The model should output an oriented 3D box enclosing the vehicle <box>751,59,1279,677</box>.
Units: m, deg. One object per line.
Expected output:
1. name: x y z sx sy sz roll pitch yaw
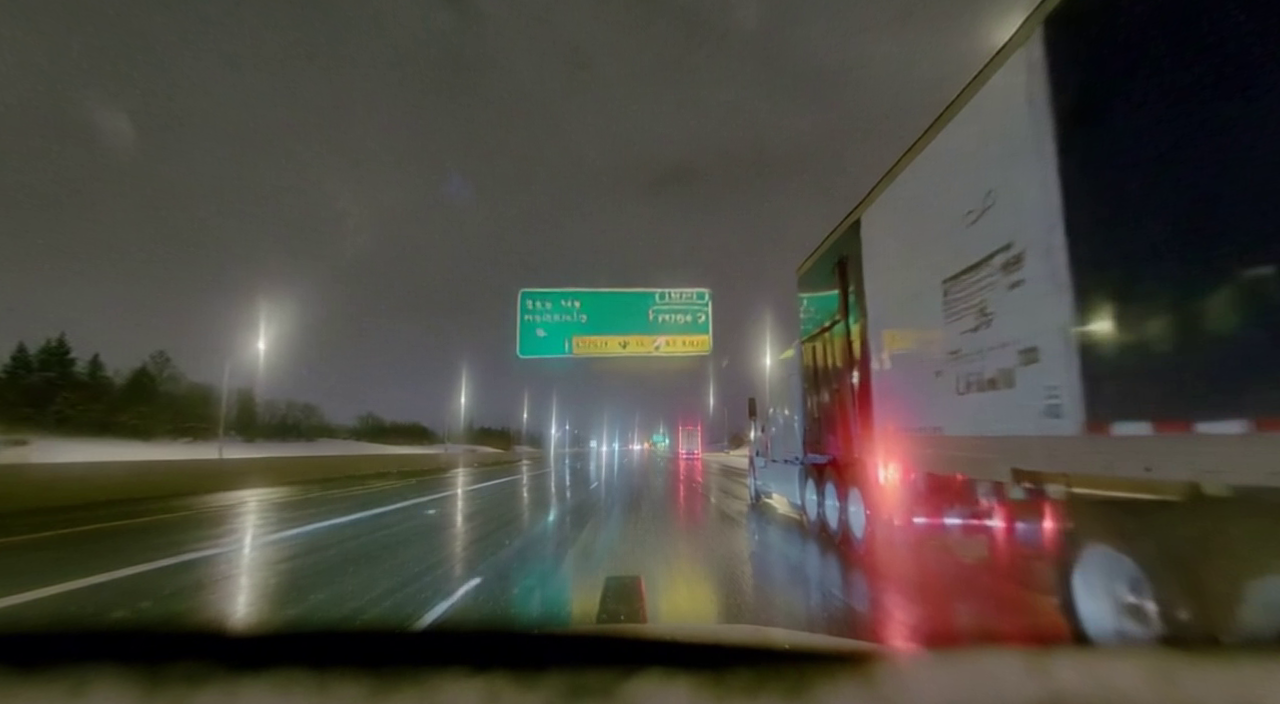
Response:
1. vehicle: 3.590 0.581 8.007 2.998 3.820 8.356 0 -8 1
